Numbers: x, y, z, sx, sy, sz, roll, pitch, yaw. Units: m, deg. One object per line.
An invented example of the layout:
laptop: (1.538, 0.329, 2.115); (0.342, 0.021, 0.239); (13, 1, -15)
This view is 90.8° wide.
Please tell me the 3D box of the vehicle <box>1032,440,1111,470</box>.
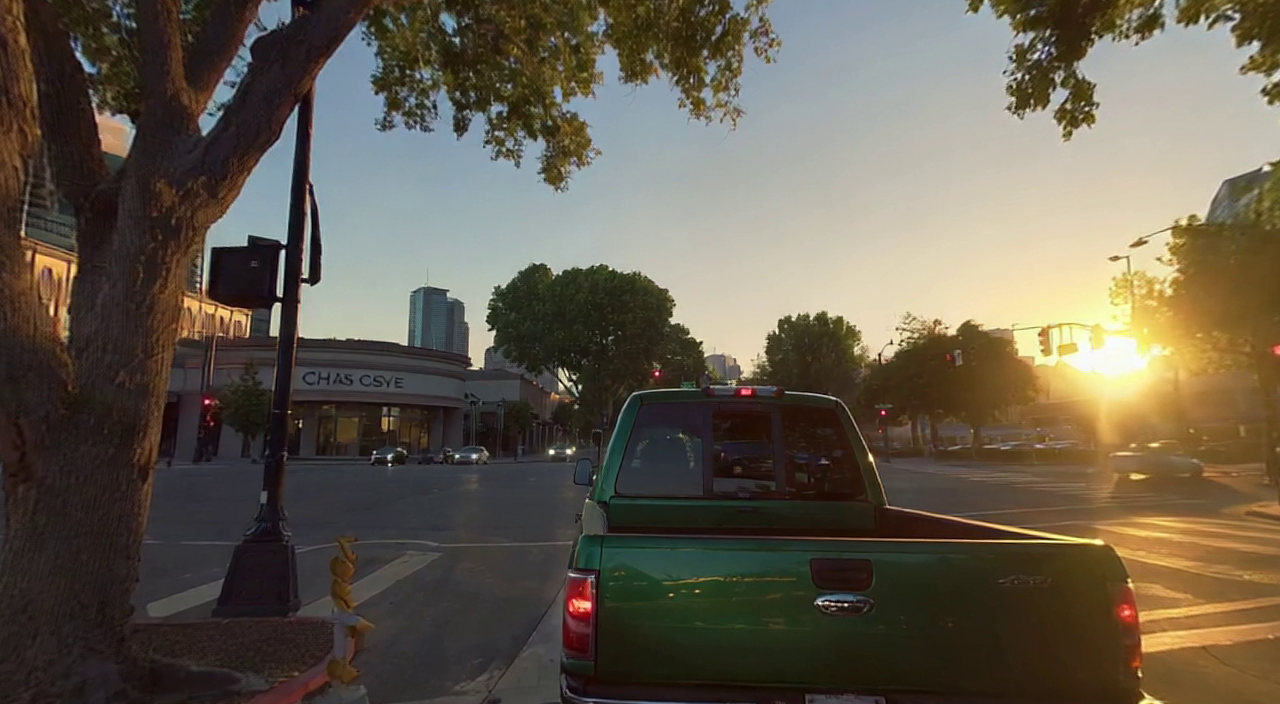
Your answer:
vehicle: (26.330, 6.261, 38.538); (4.541, 1.731, 2.007); (5, -10, -28)

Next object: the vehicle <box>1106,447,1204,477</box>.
vehicle: (27.344, 5.784, 33.526); (4.522, 1.460, 2.097); (4, -9, -24)

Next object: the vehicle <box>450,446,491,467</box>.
vehicle: (-12.603, 7.759, 47.090); (1.946, 1.474, 4.008); (0, -9, 0)

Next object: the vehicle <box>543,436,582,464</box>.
vehicle: (-5.642, 7.264, 46.880); (2.289, 1.927, 5.667); (0, -8, -1)

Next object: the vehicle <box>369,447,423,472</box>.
vehicle: (-16.246, 7.131, 42.242); (1.883, 1.586, 4.297); (0, -9, 0)

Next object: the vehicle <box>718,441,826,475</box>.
vehicle: (6.245, 4.981, 29.936); (4.658, 1.478, 1.946); (-4, -9, 26)
